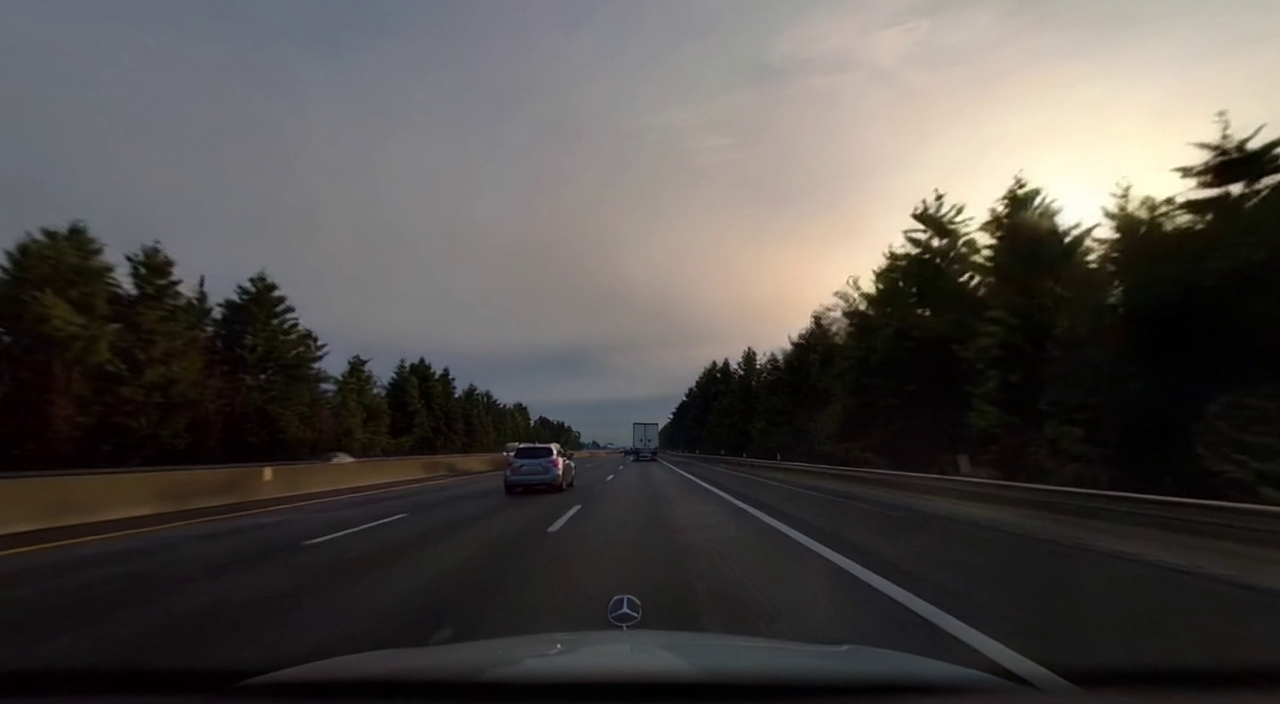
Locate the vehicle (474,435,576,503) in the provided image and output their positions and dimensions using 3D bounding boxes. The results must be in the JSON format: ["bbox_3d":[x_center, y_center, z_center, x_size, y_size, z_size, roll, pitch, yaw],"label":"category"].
[{"bbox_3d":[-3.100,3.275,18.073,2.017,1.680,4.636,0,-9,1],"label":"vehicle"}]
